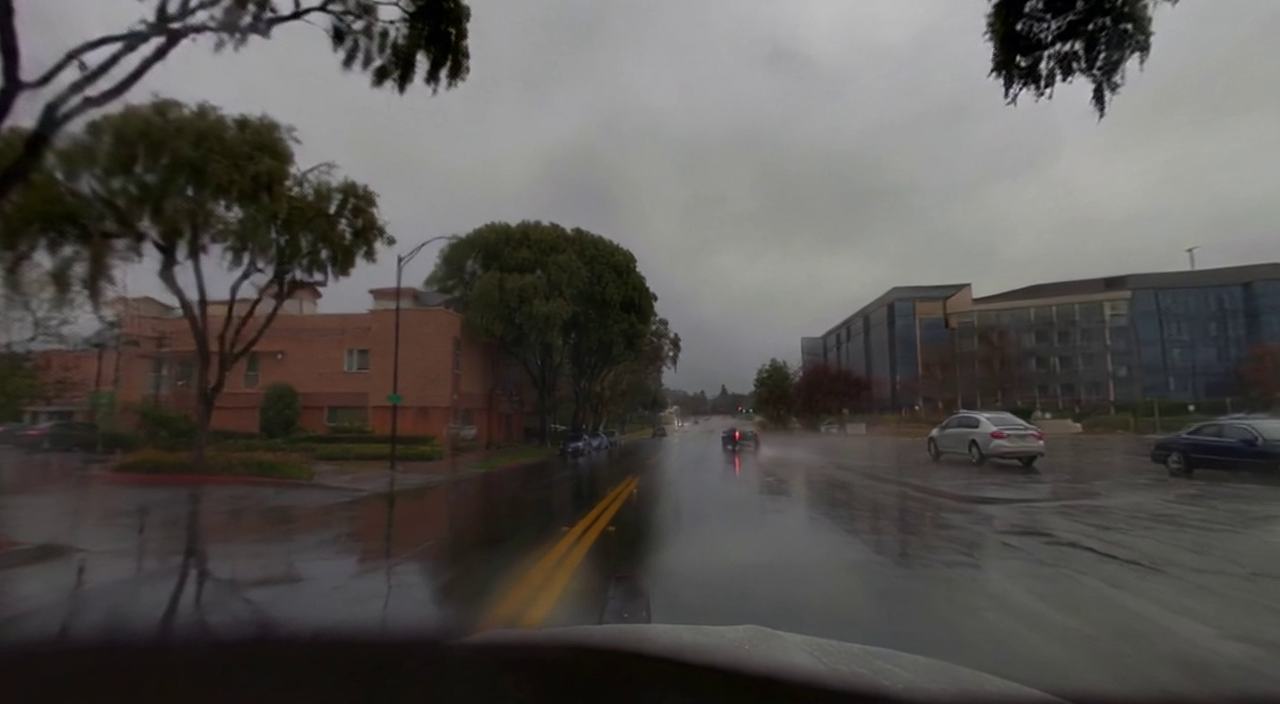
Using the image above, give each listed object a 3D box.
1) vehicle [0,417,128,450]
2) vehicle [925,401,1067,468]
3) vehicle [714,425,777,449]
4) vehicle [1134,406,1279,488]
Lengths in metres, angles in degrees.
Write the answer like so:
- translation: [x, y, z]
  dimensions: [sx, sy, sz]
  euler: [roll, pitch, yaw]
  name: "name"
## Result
- translation: [-29.680, 4.164, 32.221]
  dimensions: [4.814, 1.609, 2.197]
  euler: [2, -7, -16]
  name: "vehicle"
- translation: [10.976, 2.631, 19.914]
  dimensions: [2.018, 1.840, 4.662]
  euler: [-1, -8, 5]
  name: "vehicle"
- translation: [8.118, 6.511, 48.390]
  dimensions: [4.277, 1.740, 2.097]
  euler: [-4, -8, 30]
  name: "vehicle"
- translation: [12.948, 1.933, 13.028]
  dimensions: [1.903, 1.528, 4.374]
  euler: [0, -7, 0]
  name: "vehicle"
